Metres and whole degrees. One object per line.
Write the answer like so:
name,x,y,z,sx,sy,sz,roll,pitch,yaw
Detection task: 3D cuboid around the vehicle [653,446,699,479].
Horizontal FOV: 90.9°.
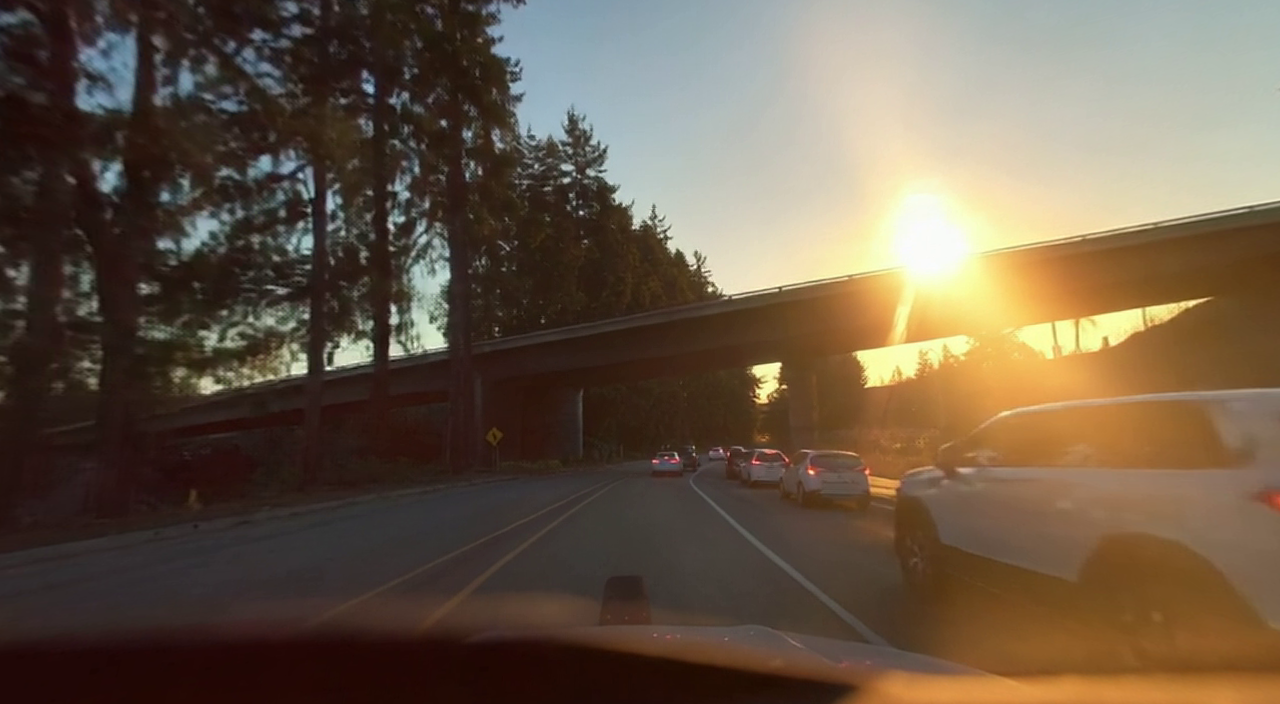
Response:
vehicle,1.839,5.404,31.092,2.078,1.506,4.058,-1,-9,6

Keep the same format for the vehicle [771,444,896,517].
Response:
vehicle,4.505,3.027,15.311,1.911,1.525,3.755,0,-9,2

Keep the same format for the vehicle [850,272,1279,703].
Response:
vehicle,3.444,1.033,4.415,2.273,1.944,4.866,0,-9,0
